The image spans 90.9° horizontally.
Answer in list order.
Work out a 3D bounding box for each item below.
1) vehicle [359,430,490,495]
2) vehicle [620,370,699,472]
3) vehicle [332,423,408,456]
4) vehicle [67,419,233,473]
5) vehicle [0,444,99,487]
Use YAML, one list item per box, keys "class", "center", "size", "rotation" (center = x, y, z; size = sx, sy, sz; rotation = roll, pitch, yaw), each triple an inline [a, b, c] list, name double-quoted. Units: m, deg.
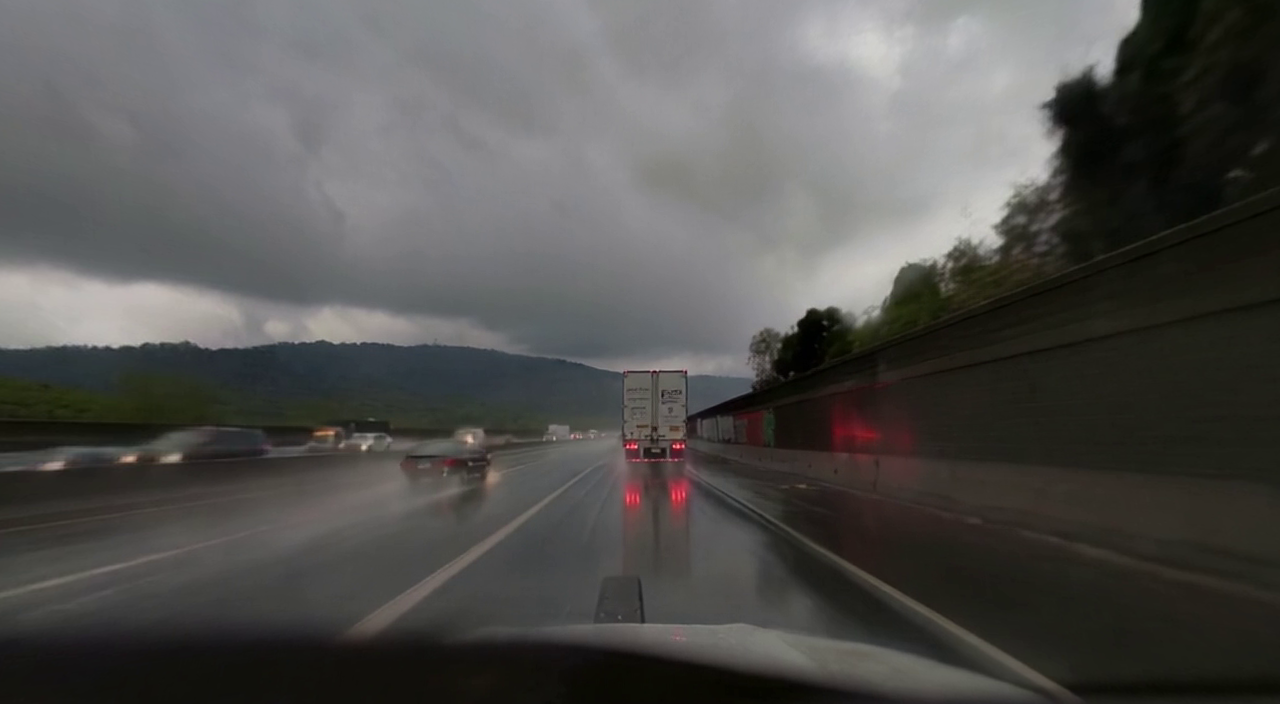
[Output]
- class: "vehicle"
  center: [-5.734, 2.969, 17.483]
  size: [1.982, 1.535, 4.519]
  rotation: [0, -8, 1]
- class: "vehicle"
  center: [0.596, 3.268, 28.806]
  size: [2.921, 3.765, 10.773]
  rotation: [0, -8, -1]
- class: "vehicle"
  center: [-14.781, 4.823, 34.813]
  size: [2.061, 1.711, 4.859]
  rotation: [0, -8, 0]
- class: "vehicle"
  center: [-14.230, 2.755, 18.632]
  size: [1.862, 1.426, 3.821]
  rotation: [0, -8, -1]
- class: "vehicle"
  center: [-22.490, 4.126, 23.276]
  size: [1.718, 1.411, 3.785]
  rotation: [0, -8, -1]
